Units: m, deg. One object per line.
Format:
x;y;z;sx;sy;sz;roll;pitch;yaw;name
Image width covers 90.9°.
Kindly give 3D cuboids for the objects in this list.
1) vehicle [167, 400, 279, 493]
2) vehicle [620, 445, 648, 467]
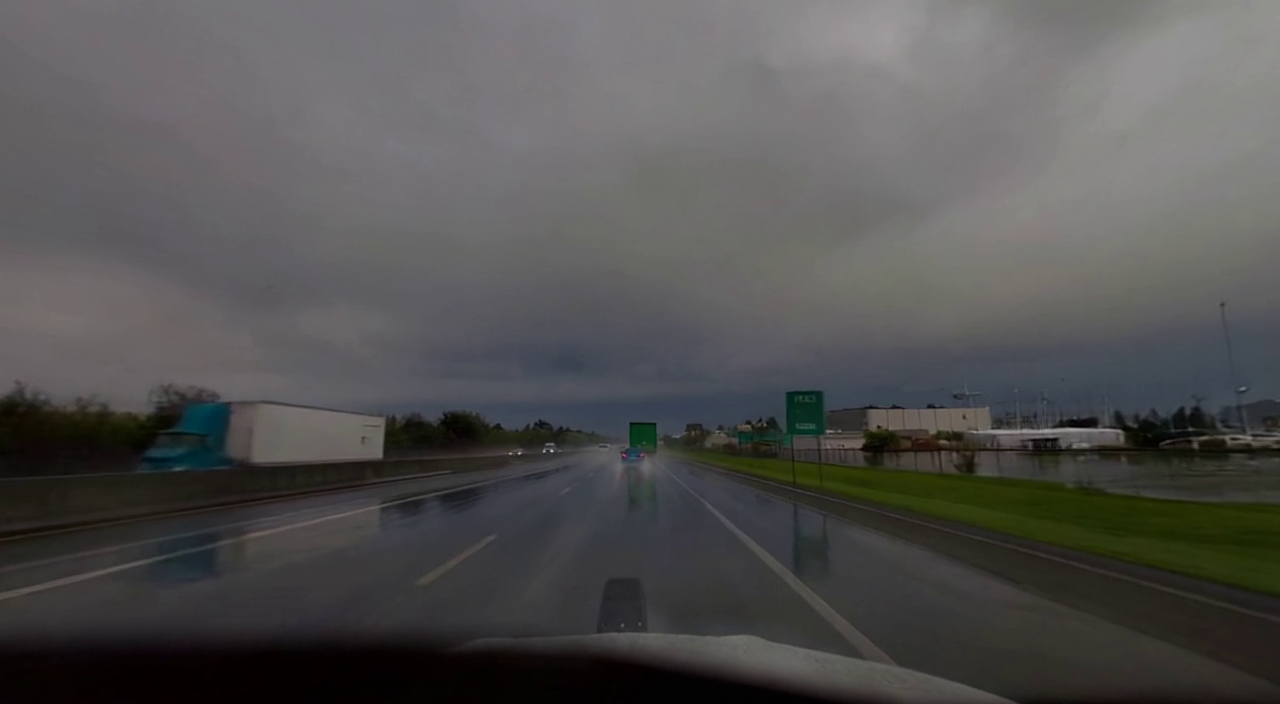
-19.134;4.362;29.129;2.971;4.001;2.802;-1;-9;2;vehicle
-0.429;7.897;47.784;2.094;1.559;3.945;0;-9;0;vehicle
